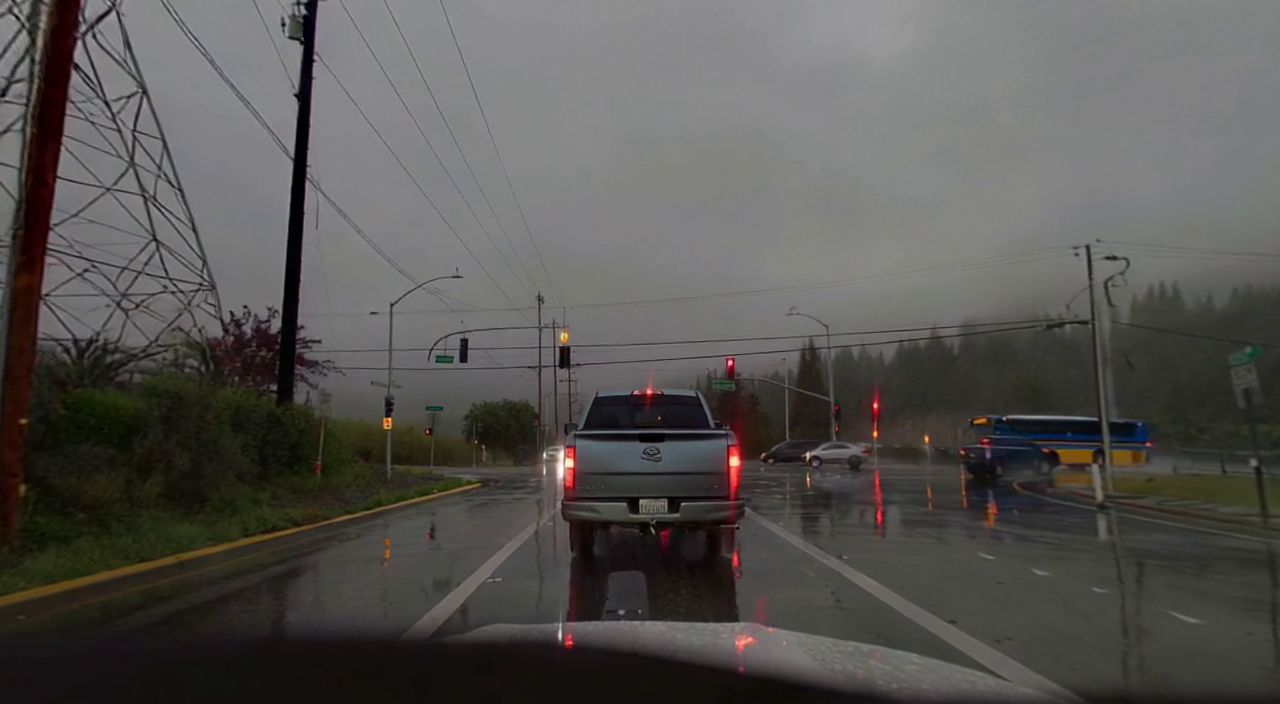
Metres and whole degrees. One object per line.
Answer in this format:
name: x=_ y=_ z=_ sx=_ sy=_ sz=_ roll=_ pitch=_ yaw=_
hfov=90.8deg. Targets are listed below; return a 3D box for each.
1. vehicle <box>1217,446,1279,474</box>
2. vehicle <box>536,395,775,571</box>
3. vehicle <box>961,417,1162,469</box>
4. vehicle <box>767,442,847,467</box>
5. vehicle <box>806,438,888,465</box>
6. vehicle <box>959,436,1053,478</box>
vehicle: x=41.382 y=7.001 z=41.262 sx=5.426 sy=1.728 sz=1.999 roll=0 pitch=-8 yaw=-2
vehicle: x=0.124 y=1.889 z=10.014 sx=2.707 sy=1.964 sz=5.485 roll=0 pitch=-8 yaw=-1
vehicle: x=27.328 y=5.941 z=41.365 sx=10.726 sy=3.128 sz=3.003 roll=-1 pitch=-8 yaw=1
vehicle: x=10.834 y=6.662 z=41.197 sx=4.578 sy=1.490 sz=1.935 roll=0 pitch=-8 yaw=-2
vehicle: x=14.924 y=7.216 z=45.785 sx=5.235 sy=1.878 sz=2.107 roll=-1 pitch=-8 yaw=4
vehicle: x=14.590 y=4.122 z=25.085 sx=2.060 sy=1.496 sz=4.520 roll=-9 pitch=-12 yaw=44
